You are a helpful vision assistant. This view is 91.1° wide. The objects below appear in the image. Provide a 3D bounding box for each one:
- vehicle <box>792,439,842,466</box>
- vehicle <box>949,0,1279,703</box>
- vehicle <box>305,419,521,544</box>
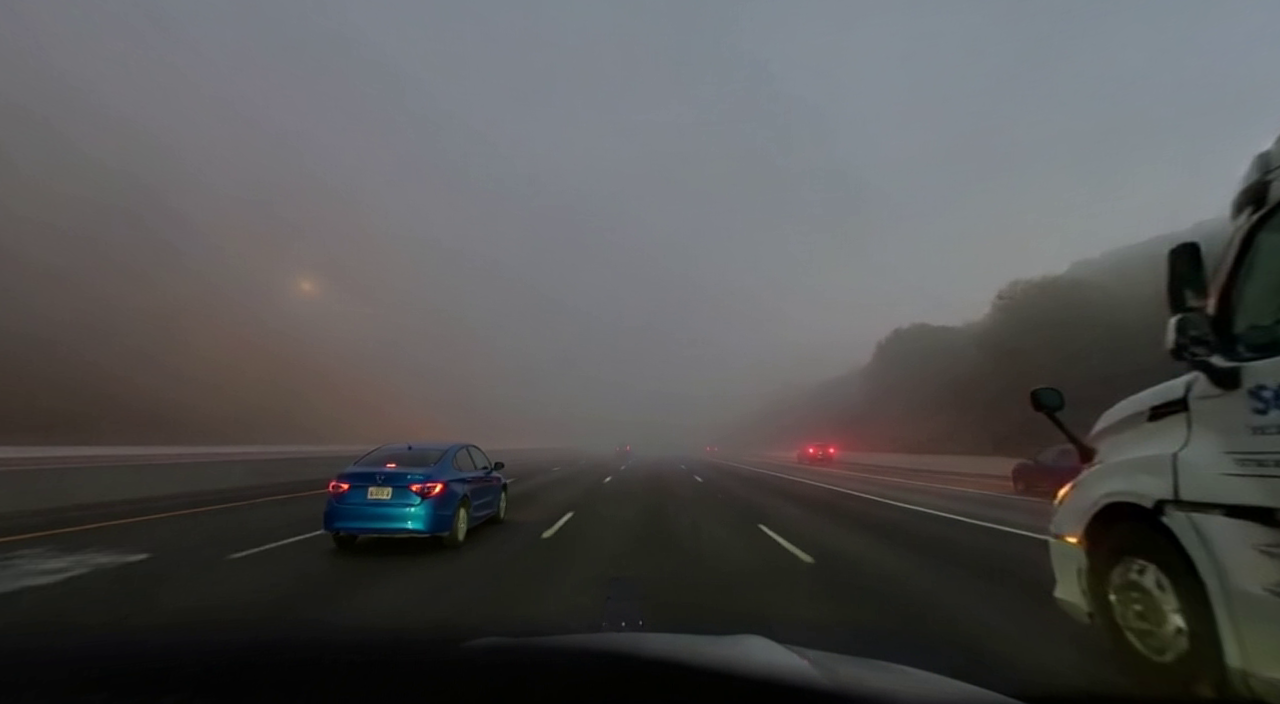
[{"bbox_3d":[11.966,6.821,42.740,2.062,1.736,4.589,0,-8,0],"label":"vehicle"},{"bbox_3d":[4.004,-0.326,0.616,3.277,3.871,7.882,0,-8,0],"label":"vehicle"},{"bbox_3d":[-3.350,1.988,10.208,1.967,1.615,3.886,0,-8,1],"label":"vehicle"}]
